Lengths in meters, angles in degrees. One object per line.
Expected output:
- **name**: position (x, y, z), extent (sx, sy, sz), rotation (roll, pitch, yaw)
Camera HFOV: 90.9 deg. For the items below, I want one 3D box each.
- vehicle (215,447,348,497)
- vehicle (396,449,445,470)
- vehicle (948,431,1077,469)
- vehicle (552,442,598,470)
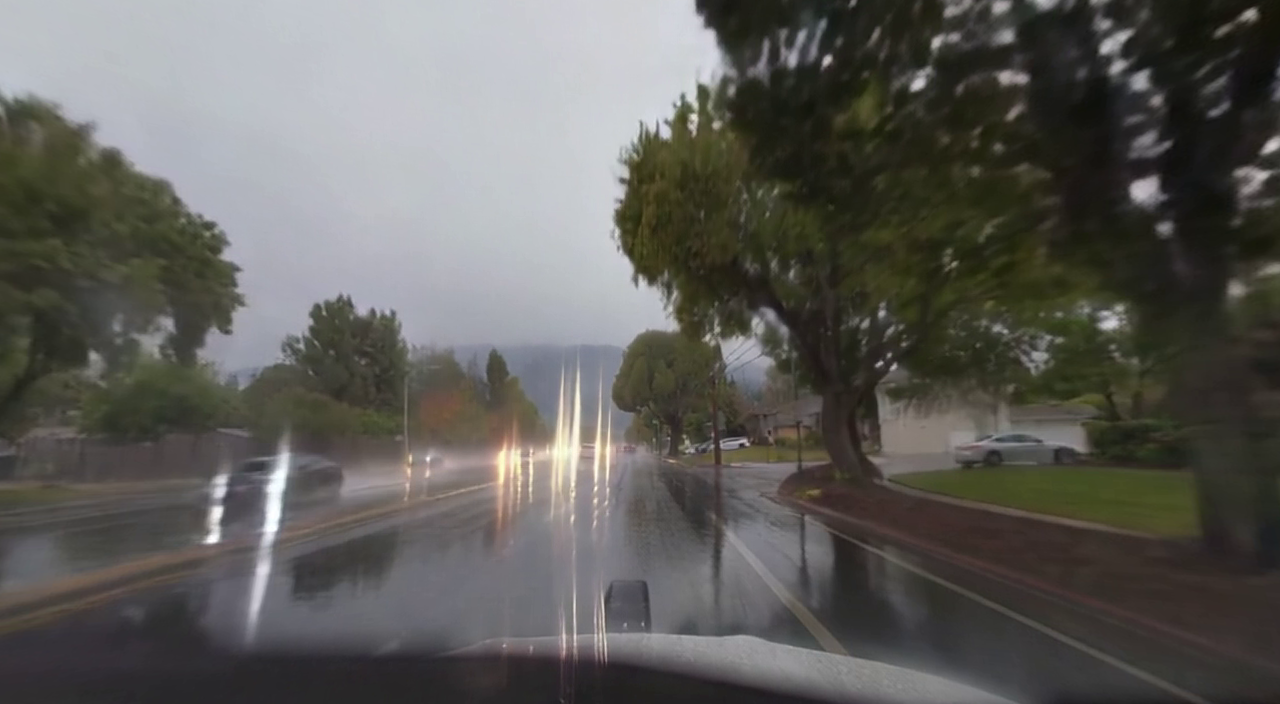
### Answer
- **vehicle**: position (-12.042, 4.029, 21.604), extent (1.970, 1.496, 4.512), rotation (0, -8, -1)
- **vehicle**: position (-16.365, 8.010, 47.239), extent (1.937, 1.480, 4.755), rotation (0, -8, -1)
- **vehicle**: position (18.035, 4.758, 30.670), extent (4.904, 1.735, 2.270), rotation (1, -8, -6)
- **vehicle**: position (-3.573, 5.790, 35.345), extent (2.084, 1.466, 4.522), rotation (0, -8, 0)
